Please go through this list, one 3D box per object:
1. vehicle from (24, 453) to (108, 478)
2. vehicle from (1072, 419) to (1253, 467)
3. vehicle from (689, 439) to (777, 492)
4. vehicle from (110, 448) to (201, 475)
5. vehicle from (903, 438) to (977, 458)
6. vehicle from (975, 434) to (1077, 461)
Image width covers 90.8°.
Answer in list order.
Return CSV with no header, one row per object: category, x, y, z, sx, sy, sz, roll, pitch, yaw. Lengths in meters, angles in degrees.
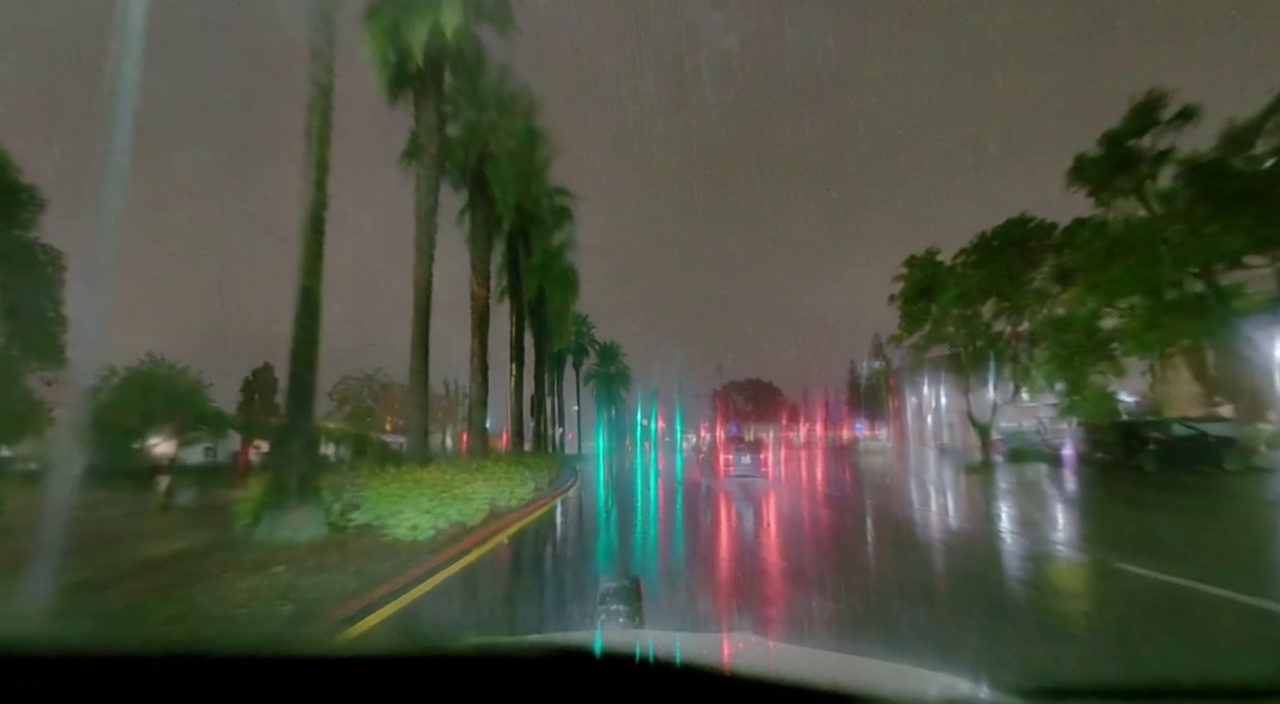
vehicle,-36.019,7.100,39.778,1.777,1.425,3.875,1,-9,-5
vehicle,21.920,3.845,26.684,5.644,1.937,2.174,0,-9,-1
vehicle,2.727,3.456,19.584,1.964,1.448,4.295,0,-9,-2
vehicle,-30.850,6.953,40.441,1.933,1.586,4.594,-1,-9,4
vehicle,22.047,7.074,46.478,4.472,1.451,1.842,0,-9,-1
vehicle,22.400,5.568,36.800,4.633,1.518,2.008,0,-9,-1
